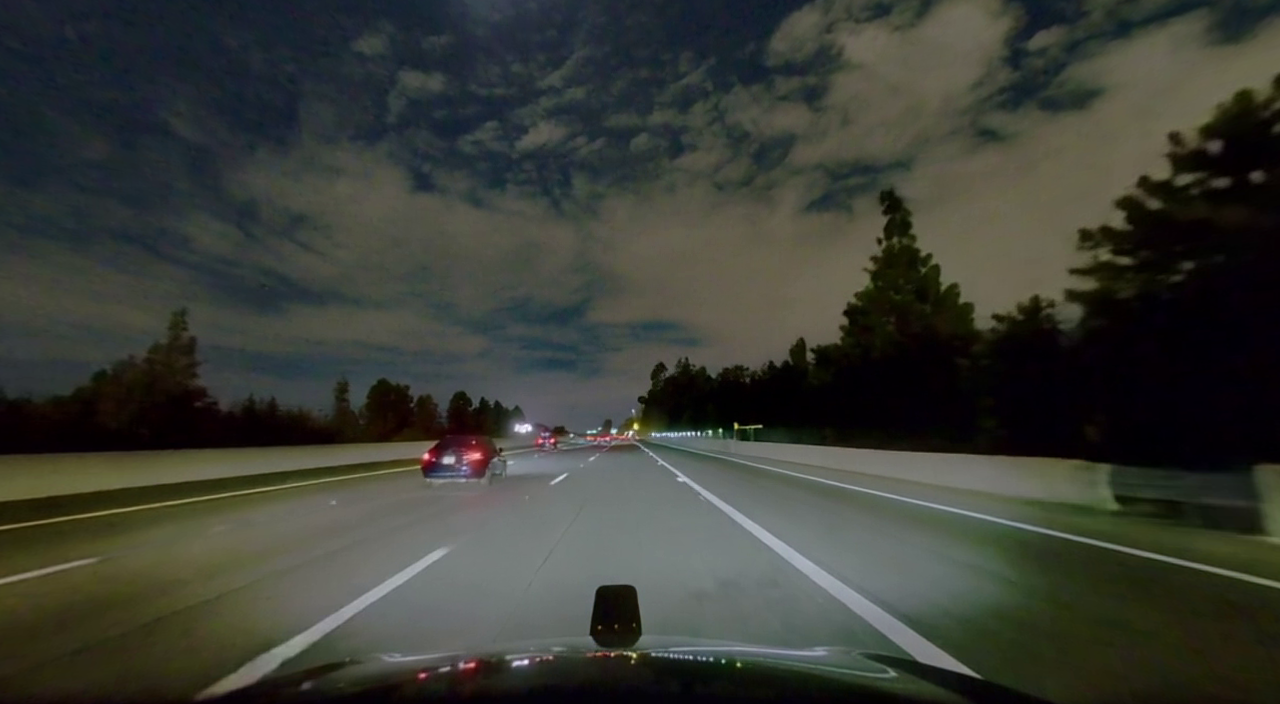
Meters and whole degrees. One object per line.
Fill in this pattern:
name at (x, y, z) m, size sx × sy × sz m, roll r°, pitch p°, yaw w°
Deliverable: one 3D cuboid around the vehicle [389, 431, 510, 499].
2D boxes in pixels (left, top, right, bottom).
vehicle at (-4.619, 2.756, 15.857) m, size 1.912 × 1.495 × 3.703 m, roll 0°, pitch -8°, yaw -1°
